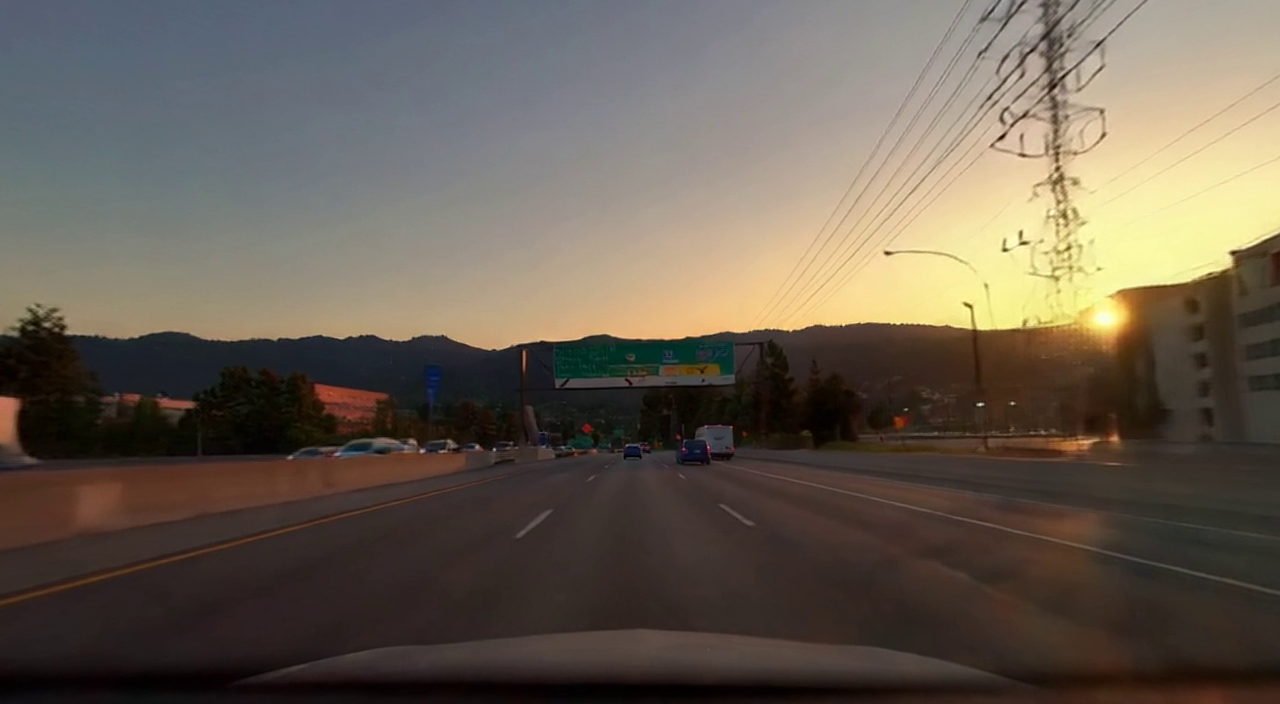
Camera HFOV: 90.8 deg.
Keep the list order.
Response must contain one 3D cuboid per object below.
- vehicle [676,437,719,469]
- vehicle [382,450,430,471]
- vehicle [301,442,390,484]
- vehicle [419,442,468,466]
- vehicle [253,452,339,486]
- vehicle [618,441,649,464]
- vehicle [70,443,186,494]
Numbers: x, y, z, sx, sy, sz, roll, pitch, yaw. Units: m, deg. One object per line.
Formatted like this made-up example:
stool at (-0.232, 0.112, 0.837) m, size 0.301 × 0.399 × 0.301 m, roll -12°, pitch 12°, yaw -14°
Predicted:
vehicle at (3.423, 6.136, 38.423) m, size 2.036 × 1.796 × 4.470 m, roll 0°, pitch -9°, yaw -2°
vehicle at (-17.559, 8.180, 47.635) m, size 1.847 × 1.485 × 4.729 m, roll 0°, pitch -9°, yaw 0°
vehicle at (-13.846, 5.217, 30.034) m, size 1.962 × 1.792 × 4.576 m, roll 0°, pitch -9°, yaw 0°
vehicle at (-13.593, 7.077, 43.913) m, size 1.941 × 1.539 × 4.406 m, roll 0°, pitch -9°, yaw 1°
vehicle at (-16.927, 5.734, 31.292) m, size 1.957 × 1.516 × 3.844 m, roll 1°, pitch -8°, yaw 2°
vehicle at (-0.491, 7.755, 48.844) m, size 2.325 × 1.712 × 4.592 m, roll 0°, pitch -9°, yaw 0°
vehicle at (-35.198, 7.970, 43.796) m, size 2.616 × 3.213 × 6.631 m, roll 1°, pitch -9°, yaw -3°
